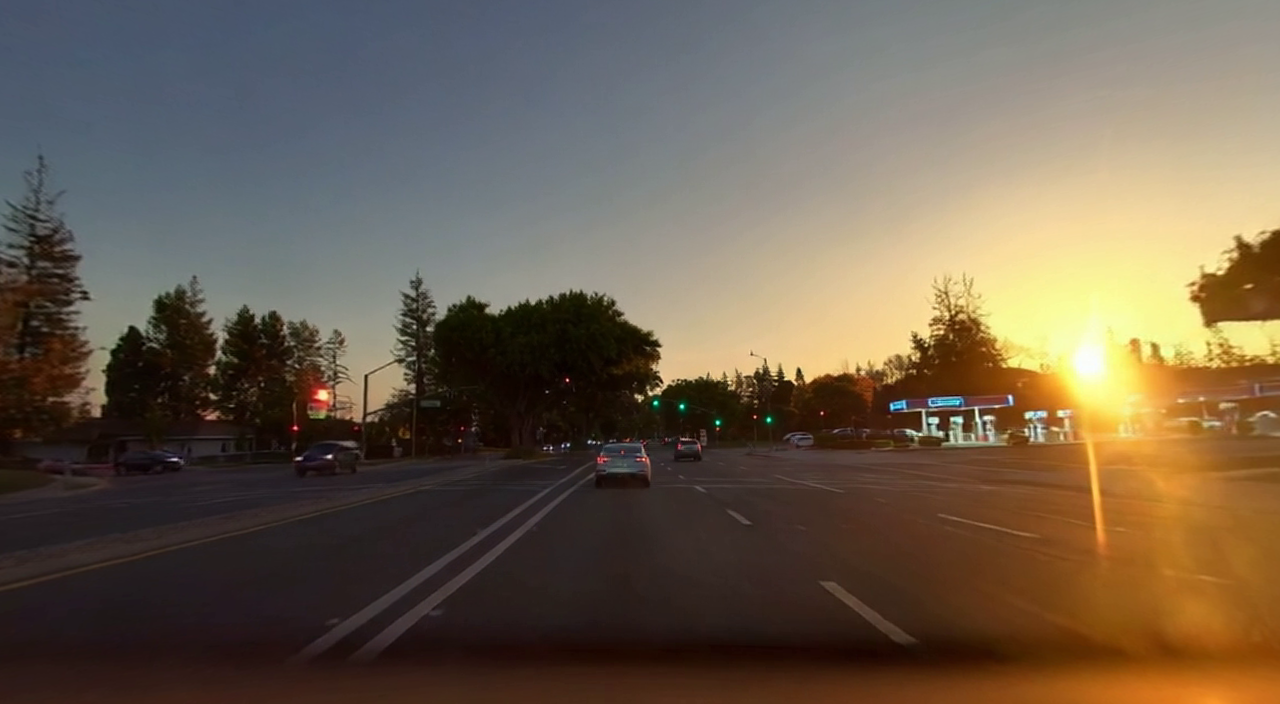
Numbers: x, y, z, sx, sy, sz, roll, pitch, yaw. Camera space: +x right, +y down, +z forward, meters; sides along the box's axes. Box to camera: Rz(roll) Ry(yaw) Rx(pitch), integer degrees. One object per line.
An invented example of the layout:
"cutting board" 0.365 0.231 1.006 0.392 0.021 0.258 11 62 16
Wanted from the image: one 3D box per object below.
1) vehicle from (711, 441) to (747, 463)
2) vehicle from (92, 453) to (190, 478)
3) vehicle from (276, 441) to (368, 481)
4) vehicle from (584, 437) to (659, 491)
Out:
"vehicle" 6.336 7.169 45.428 1.890 1.489 4.396 0 -9 -1
"vehicle" -36.356 8.238 46.119 5.292 1.717 2.099 0 -9 0
"vehicle" -17.396 5.975 34.976 2.224 2.000 5.743 0 -9 -1
"vehicle" -0.516 3.349 19.121 2.040 1.451 3.736 0 -9 0
